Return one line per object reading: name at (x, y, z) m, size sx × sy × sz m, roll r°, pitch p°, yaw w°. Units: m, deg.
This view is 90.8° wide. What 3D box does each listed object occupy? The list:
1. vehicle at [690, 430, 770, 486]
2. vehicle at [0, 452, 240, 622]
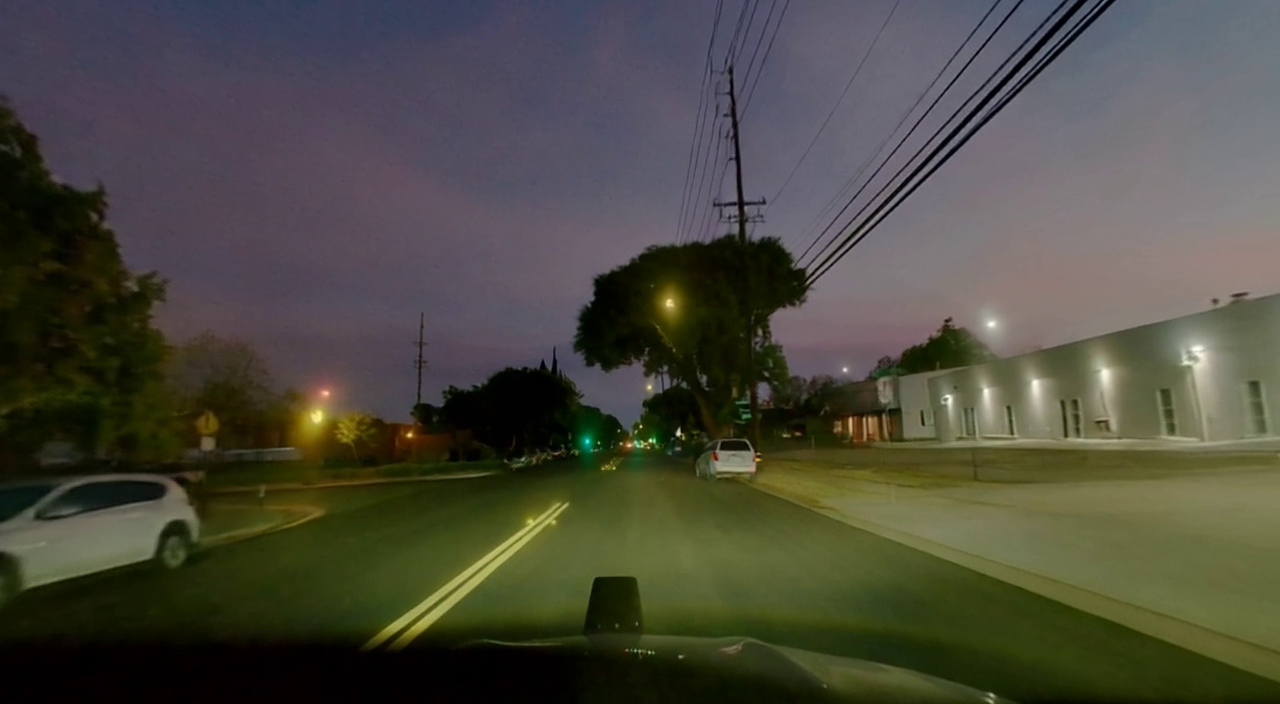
vehicle at (3.159, 3.868, 23.367) m, size 2.138 × 1.820 × 5.218 m, roll 0°, pitch -8°, yaw 0°
vehicle at (-6.498, 1.861, 6.659) m, size 1.804 × 1.403 × 4.174 m, roll -3°, pitch -8°, yaw 1°
